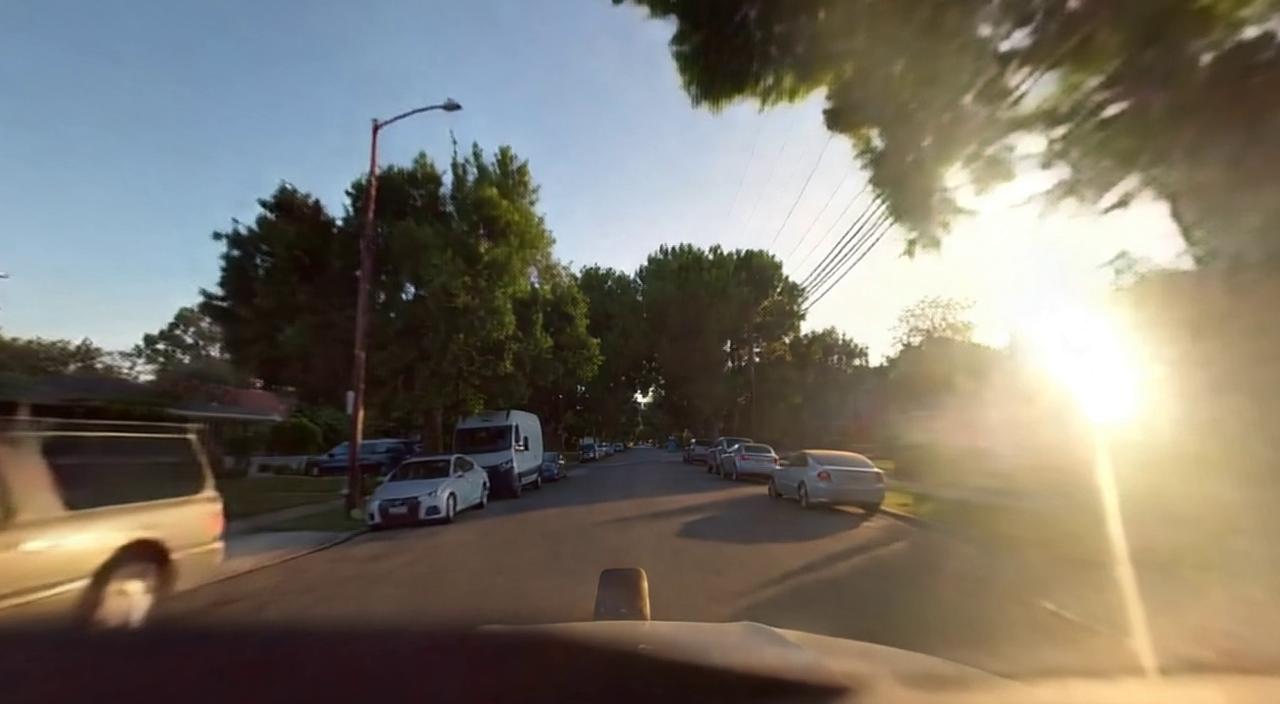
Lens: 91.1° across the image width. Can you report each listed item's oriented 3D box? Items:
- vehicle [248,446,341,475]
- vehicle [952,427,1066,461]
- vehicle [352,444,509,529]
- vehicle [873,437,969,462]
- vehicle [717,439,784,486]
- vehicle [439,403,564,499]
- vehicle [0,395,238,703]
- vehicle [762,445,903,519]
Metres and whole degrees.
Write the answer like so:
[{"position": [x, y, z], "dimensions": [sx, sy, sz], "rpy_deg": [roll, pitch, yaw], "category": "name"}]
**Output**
[{"position": [-19.246, 6.052, 35.102], "dimensions": [4.126, 1.545, 1.830], "rpy_deg": [0, -8, 1], "category": "vehicle"}, {"position": [22.020, 5.516, 37.635], "dimensions": [5.271, 1.913, 2.466], "rpy_deg": [0, -8, 1], "category": "vehicle"}, {"position": [-4.746, 3.056, 15.083], "dimensions": [2.023, 1.568, 4.942], "rpy_deg": [-3, -8, 1], "category": "vehicle"}, {"position": [16.614, 5.785, 37.334], "dimensions": [4.700, 1.440, 2.058], "rpy_deg": [0, -8, 3], "category": "vehicle"}, {"position": [4.145, 4.178, 24.211], "dimensions": [1.839, 1.520, 4.498], "rpy_deg": [3, -8, 1], "category": "vehicle"}, {"position": [-4.388, 3.278, 21.097], "dimensions": [2.470, 2.613, 5.989], "rpy_deg": [-4, -8, 4], "category": "vehicle"}, {"position": [-4.667, 1.087, 2.864], "dimensions": [2.154, 1.796, 5.294], "rpy_deg": [-2, -8, 0], "category": "vehicle"}, {"position": [4.196, 2.864, 14.458], "dimensions": [1.846, 1.351, 4.272], "rpy_deg": [2, -8, -1], "category": "vehicle"}]
